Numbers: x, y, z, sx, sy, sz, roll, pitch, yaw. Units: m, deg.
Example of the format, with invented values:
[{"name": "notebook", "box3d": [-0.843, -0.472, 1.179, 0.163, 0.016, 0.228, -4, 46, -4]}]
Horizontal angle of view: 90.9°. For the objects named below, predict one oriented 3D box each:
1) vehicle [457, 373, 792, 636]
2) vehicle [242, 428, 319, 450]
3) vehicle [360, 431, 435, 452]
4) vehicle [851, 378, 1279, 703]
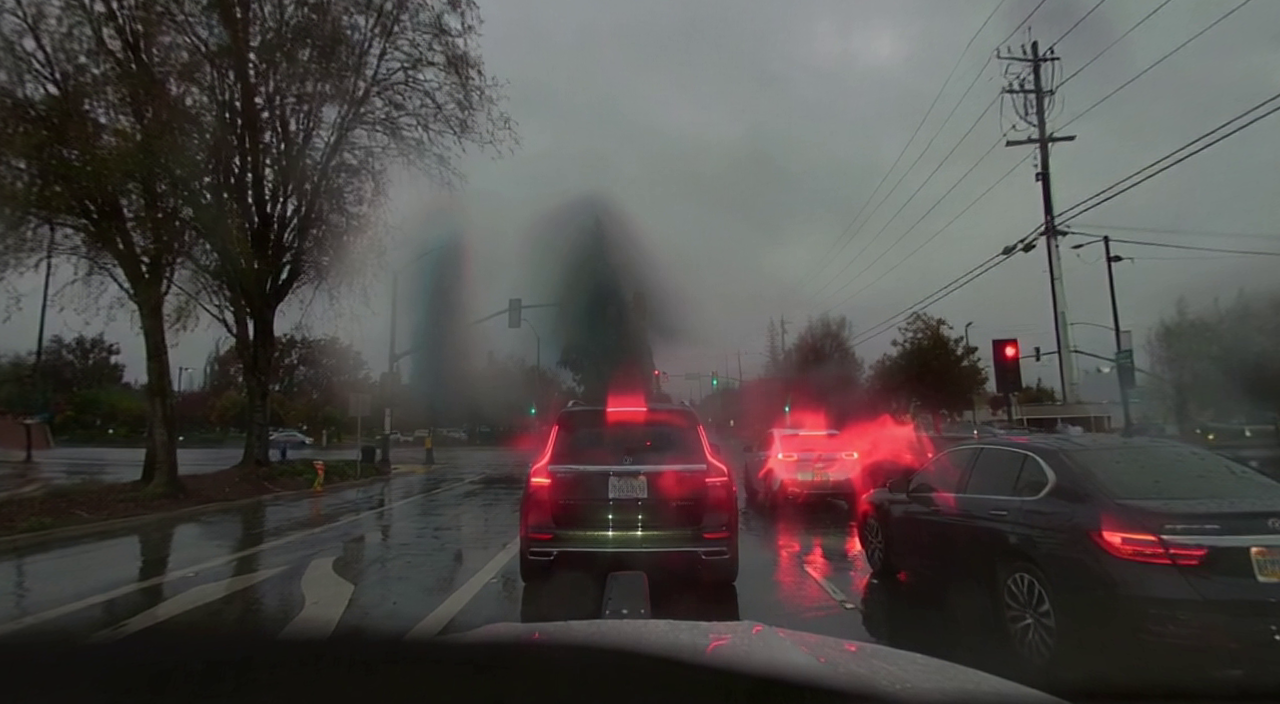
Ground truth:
[{"name": "vehicle", "box3d": [-0.142, 1.357, 6.597, 2.271, 1.786, 4.443, 0, -8, -1]}, {"name": "vehicle", "box3d": [-26.852, 6.524, 47.203, 4.587, 1.639, 1.878, 0, -8, 0]}, {"name": "vehicle", "box3d": [-17.768, 6.554, 46.354, 4.607, 1.478, 1.995, 0, -8, 0]}, {"name": "vehicle", "box3d": [3.554, 1.298, 5.554, 1.948, 1.677, 4.437, 0, -8, 2]}]
